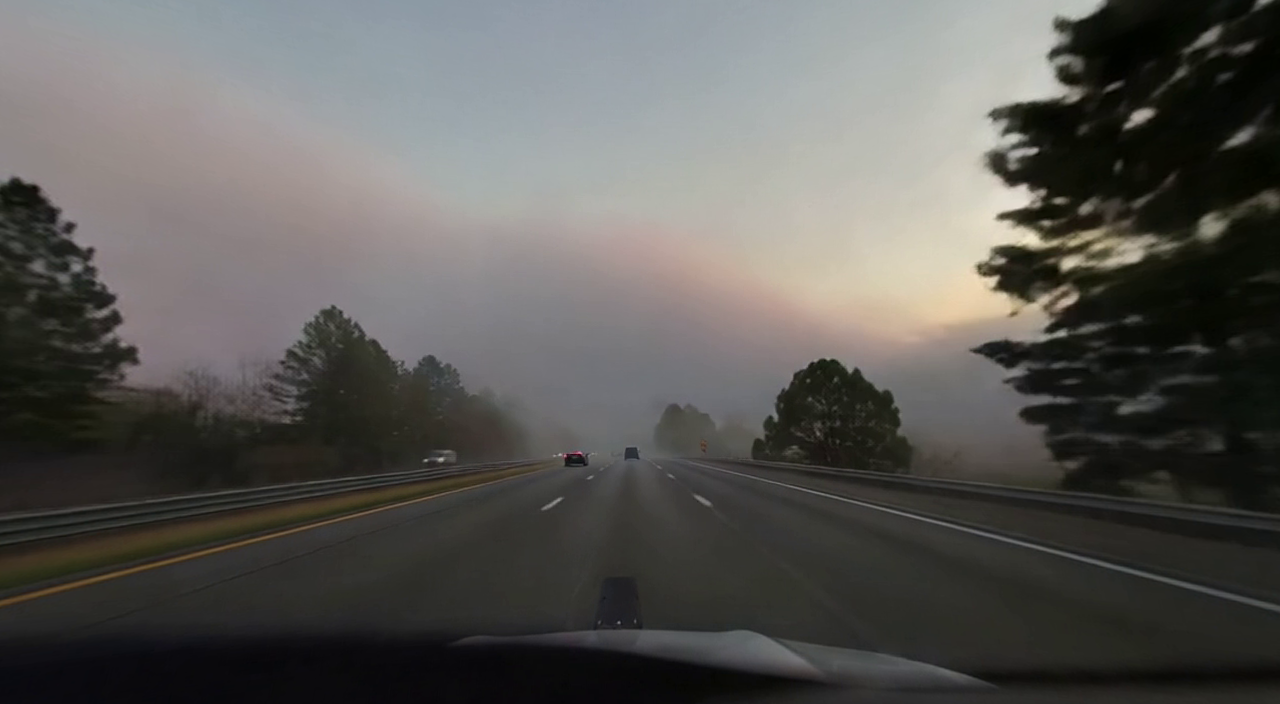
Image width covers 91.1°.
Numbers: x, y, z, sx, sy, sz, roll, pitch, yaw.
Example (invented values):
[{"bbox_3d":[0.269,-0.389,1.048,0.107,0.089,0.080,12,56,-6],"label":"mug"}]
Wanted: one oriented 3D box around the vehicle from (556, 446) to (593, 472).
[{"bbox_3d":[-4.042,6.710,39.591,1.970,1.492,3.944,0,-9,-1],"label":"vehicle"}]
